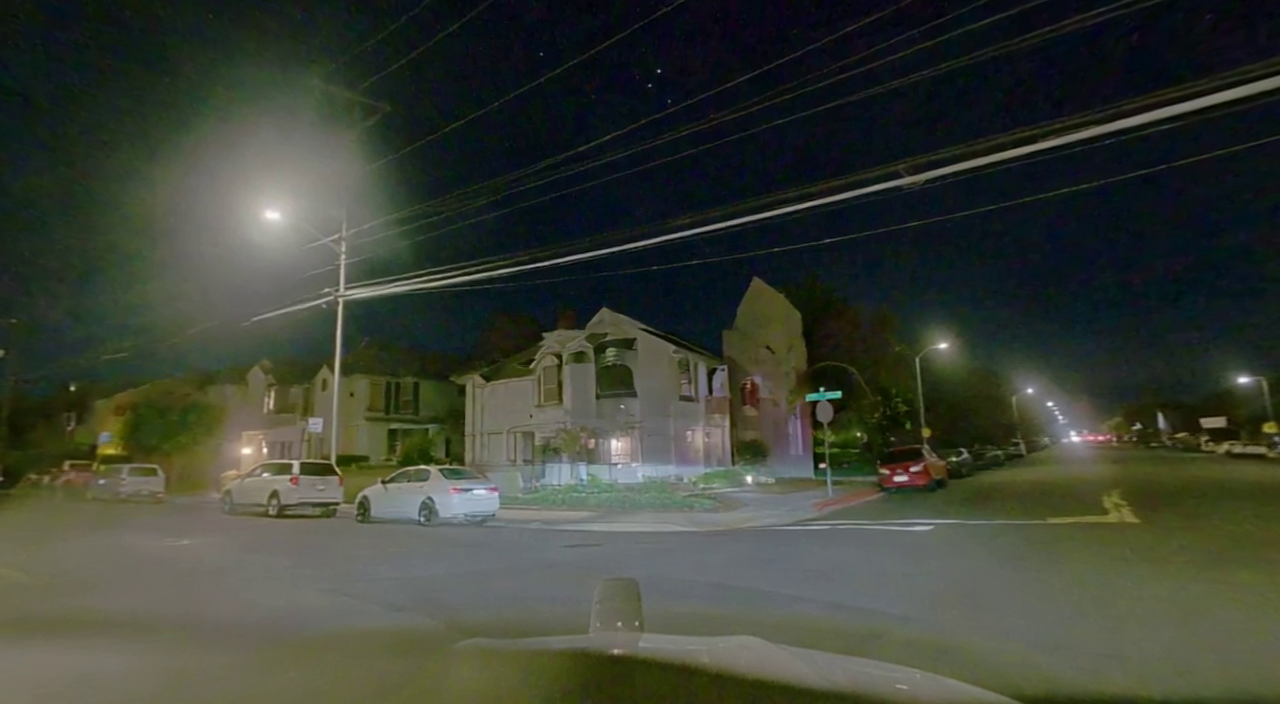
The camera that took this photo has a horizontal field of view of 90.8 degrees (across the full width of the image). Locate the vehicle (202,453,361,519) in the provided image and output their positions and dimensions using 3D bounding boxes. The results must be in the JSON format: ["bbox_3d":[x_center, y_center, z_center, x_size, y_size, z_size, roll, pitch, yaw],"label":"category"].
[{"bbox_3d":[-10.328,3.751,18.153,4.471,1.623,1.943,-5,-10,31],"label":"vehicle"}]

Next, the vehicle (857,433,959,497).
[{"bbox_3d":[8.841,3.602,20.602,2.179,1.791,4.547,-6,-10,33],"label":"vehicle"}]

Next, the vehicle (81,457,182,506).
[{"bbox_3d":[-20.255,5.071,25.118,4.294,1.675,1.894,-6,-10,35],"label":"vehicle"}]

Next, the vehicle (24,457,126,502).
[{"bbox_3d":[-25.225,5.618,28.196,4.633,1.761,1.922,-5,-10,30],"label":"vehicle"}]

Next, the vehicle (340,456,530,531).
[{"bbox_3d":[-4.821,3.162,14.681,4.448,1.437,1.786,-6,-10,34],"label":"vehicle"}]

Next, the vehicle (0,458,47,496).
[{"bbox_3d":[-34.689,6.766,34.421,4.871,1.826,2.115,-6,-10,32],"label":"vehicle"}]
